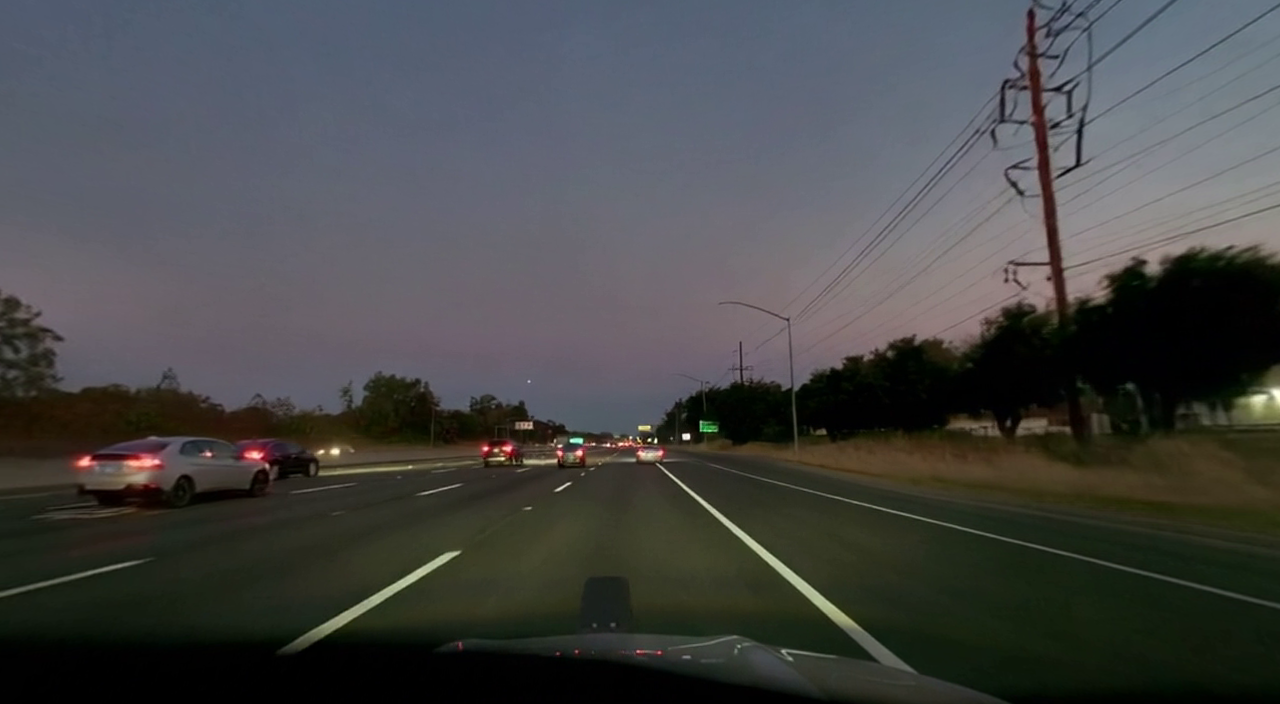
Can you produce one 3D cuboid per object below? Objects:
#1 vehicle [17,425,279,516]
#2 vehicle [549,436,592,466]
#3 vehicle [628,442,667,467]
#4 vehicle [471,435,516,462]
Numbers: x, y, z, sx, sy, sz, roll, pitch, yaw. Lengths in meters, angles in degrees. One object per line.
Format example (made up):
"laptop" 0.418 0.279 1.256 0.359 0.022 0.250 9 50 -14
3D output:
"vehicle" -10.199 2.482 13.707 2.098 1.643 4.413 0 -9 0
"vehicle" -4.113 5.979 38.149 2.121 1.673 4.443 0 -9 -1
"vehicle" 0.354 5.892 36.453 2.015 1.391 3.897 0 -9 -3
"vehicle" -10.656 7.094 46.400 2.115 1.799 5.444 0 -9 -1
